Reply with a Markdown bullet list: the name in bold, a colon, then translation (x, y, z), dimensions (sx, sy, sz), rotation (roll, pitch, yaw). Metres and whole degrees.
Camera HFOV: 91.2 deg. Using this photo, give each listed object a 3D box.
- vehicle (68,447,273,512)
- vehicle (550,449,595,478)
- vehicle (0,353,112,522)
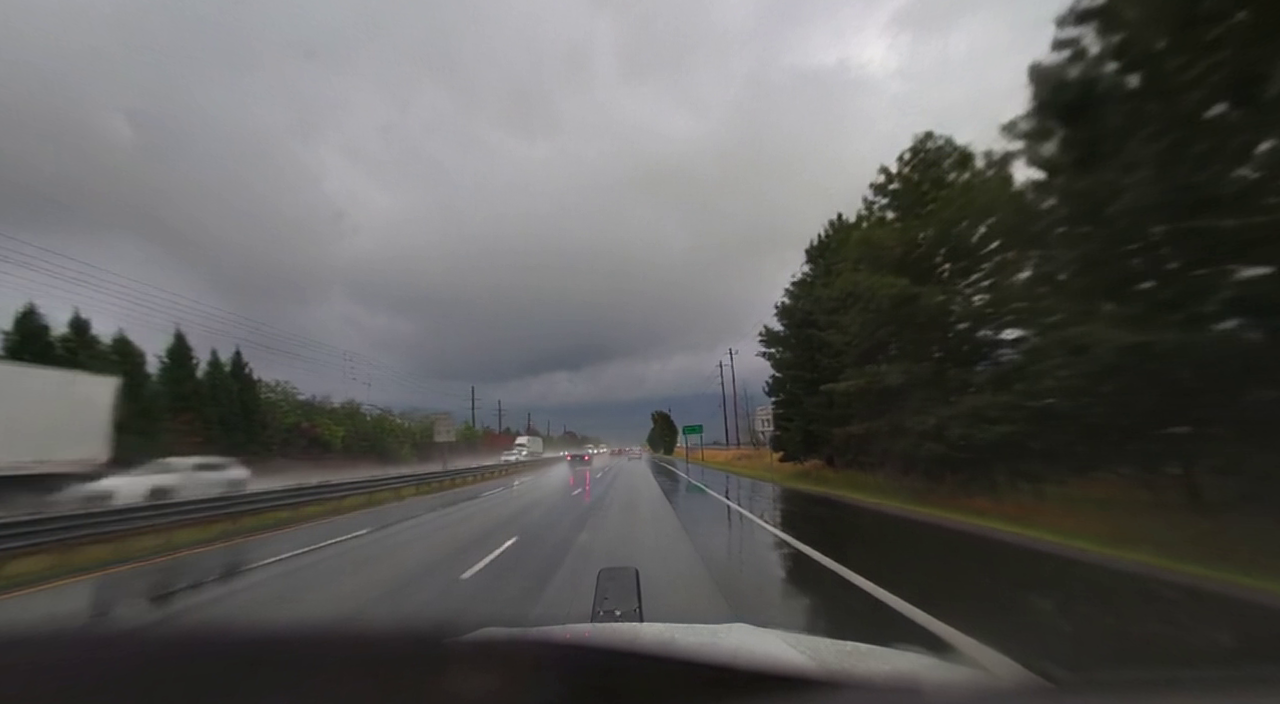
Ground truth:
- **vehicle**: translation (-12.236, 3.327, 16.803), dimensions (2.162, 1.491, 4.265), rotation (0, -9, 0)
- **vehicle**: translation (-3.765, 6.309, 35.695), dimensions (2.123, 1.545, 4.404), rotation (0, -9, 0)
- **vehicle**: translation (-17.064, 1.464, 11.344), dimensions (3.067, 4.053, 13.781), rotation (0, -9, 0)
